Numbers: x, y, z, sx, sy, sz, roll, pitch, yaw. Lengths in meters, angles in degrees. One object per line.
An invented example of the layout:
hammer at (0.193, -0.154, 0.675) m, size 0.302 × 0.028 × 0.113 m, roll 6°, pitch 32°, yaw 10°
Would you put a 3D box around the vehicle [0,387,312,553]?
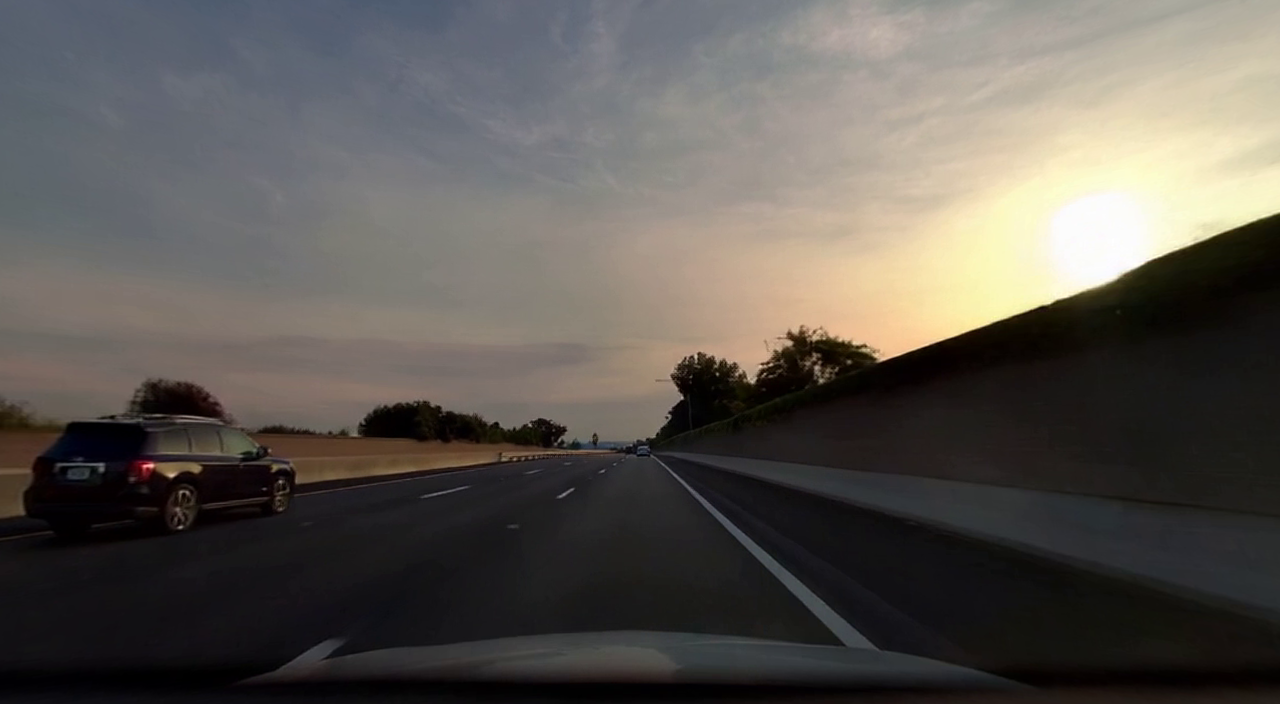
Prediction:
vehicle at (-7.666, 1.755, 9.990) m, size 2.163 × 1.947 × 4.959 m, roll 0°, pitch -9°, yaw 0°
